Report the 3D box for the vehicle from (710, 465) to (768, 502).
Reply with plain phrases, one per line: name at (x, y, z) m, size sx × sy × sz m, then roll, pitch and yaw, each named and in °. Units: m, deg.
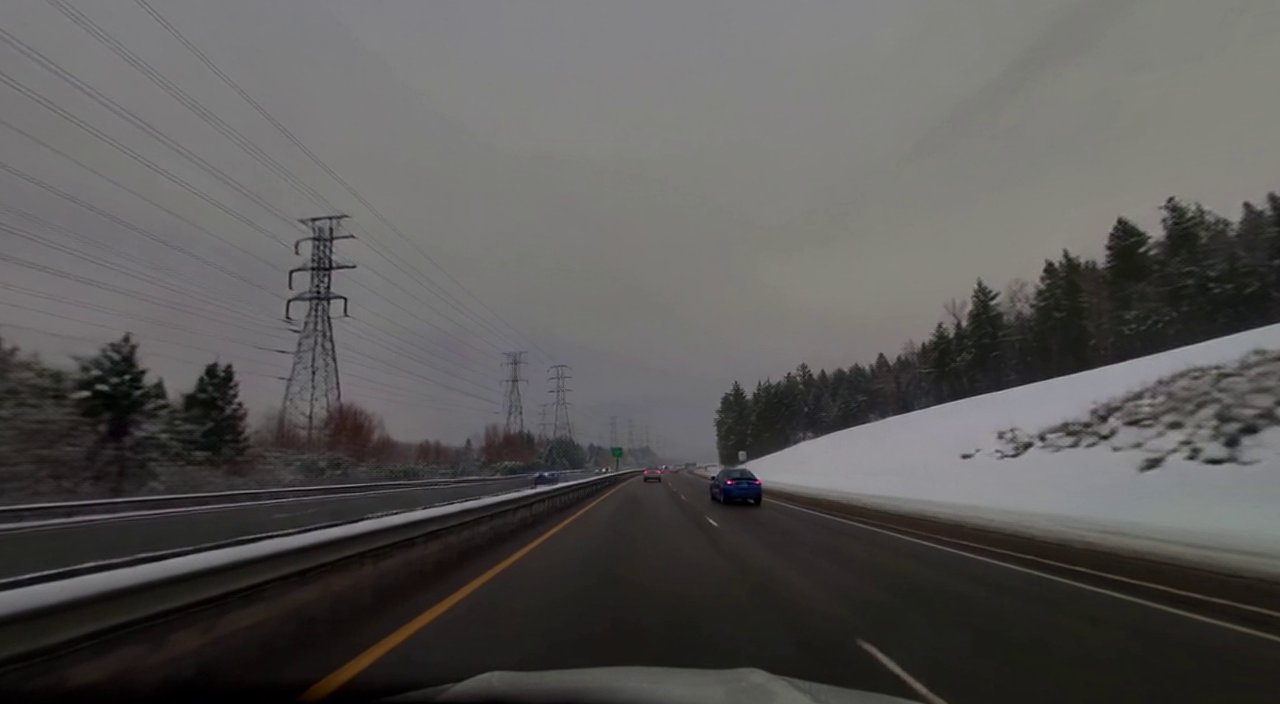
vehicle at (4.500, 6.042, 29.122) m, size 1.985 × 1.521 × 3.904 m, roll 1°, pitch -10°, yaw -1°
